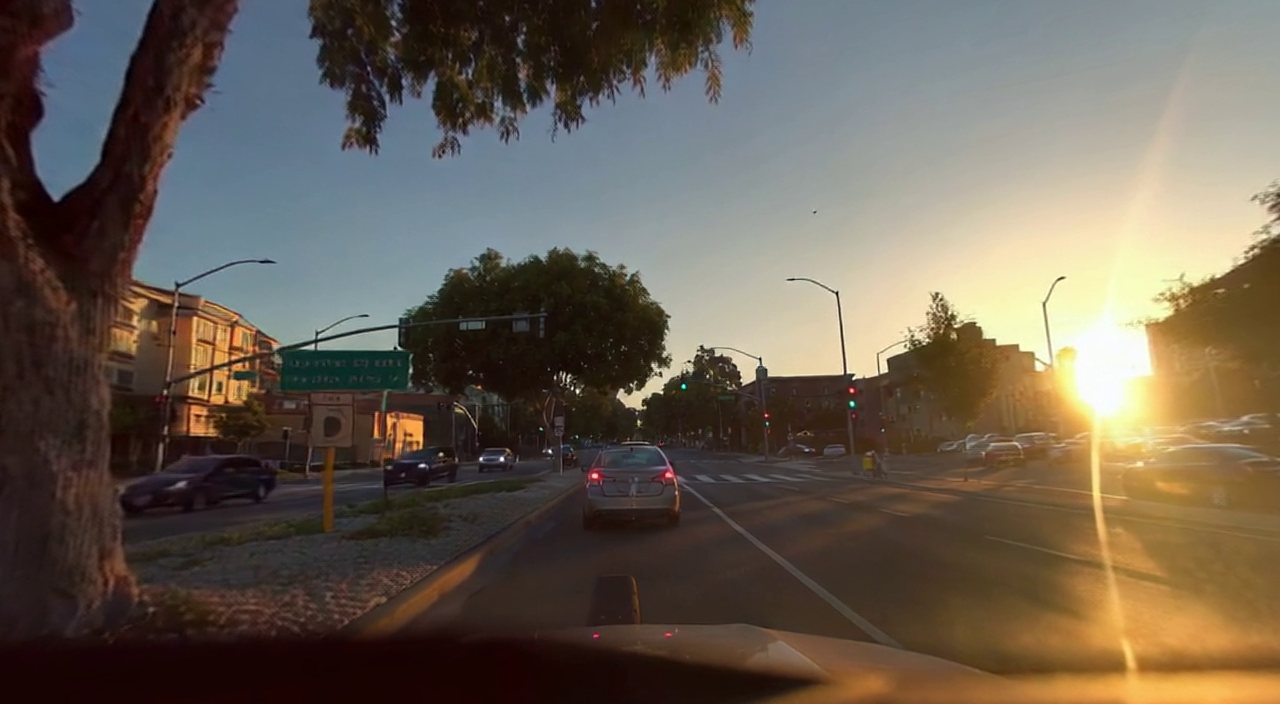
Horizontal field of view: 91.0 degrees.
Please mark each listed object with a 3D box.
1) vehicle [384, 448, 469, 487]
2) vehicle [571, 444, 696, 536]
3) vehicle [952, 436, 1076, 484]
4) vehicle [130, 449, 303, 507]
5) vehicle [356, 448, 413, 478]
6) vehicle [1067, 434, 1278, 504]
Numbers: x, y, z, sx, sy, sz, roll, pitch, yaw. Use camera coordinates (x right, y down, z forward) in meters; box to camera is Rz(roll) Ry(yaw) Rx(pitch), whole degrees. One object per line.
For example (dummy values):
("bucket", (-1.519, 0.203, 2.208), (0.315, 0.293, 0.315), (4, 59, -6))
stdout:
("vehicle", (-8.740, 4.740, 26.233), (1.994, 1.474, 4.411), (0, -9, 0))
("vehicle", (-0.188, 2.541, 12.221), (2.010, 1.447, 4.121), (0, -9, -3))
("vehicle", (13.072, 3.797, 22.310), (1.887, 1.504, 3.898), (0, -9, -2))
("vehicle", (-12.292, 3.648, 18.718), (2.125, 1.495, 4.308), (0, -9, 0))
("vehicle", (-16.101, 7.022, 39.936), (1.936, 1.733, 4.087), (-1, -10, -1))
("vehicle", (13.082, 2.884, 15.859), (1.859, 1.525, 3.948), (0, -9, 1))
